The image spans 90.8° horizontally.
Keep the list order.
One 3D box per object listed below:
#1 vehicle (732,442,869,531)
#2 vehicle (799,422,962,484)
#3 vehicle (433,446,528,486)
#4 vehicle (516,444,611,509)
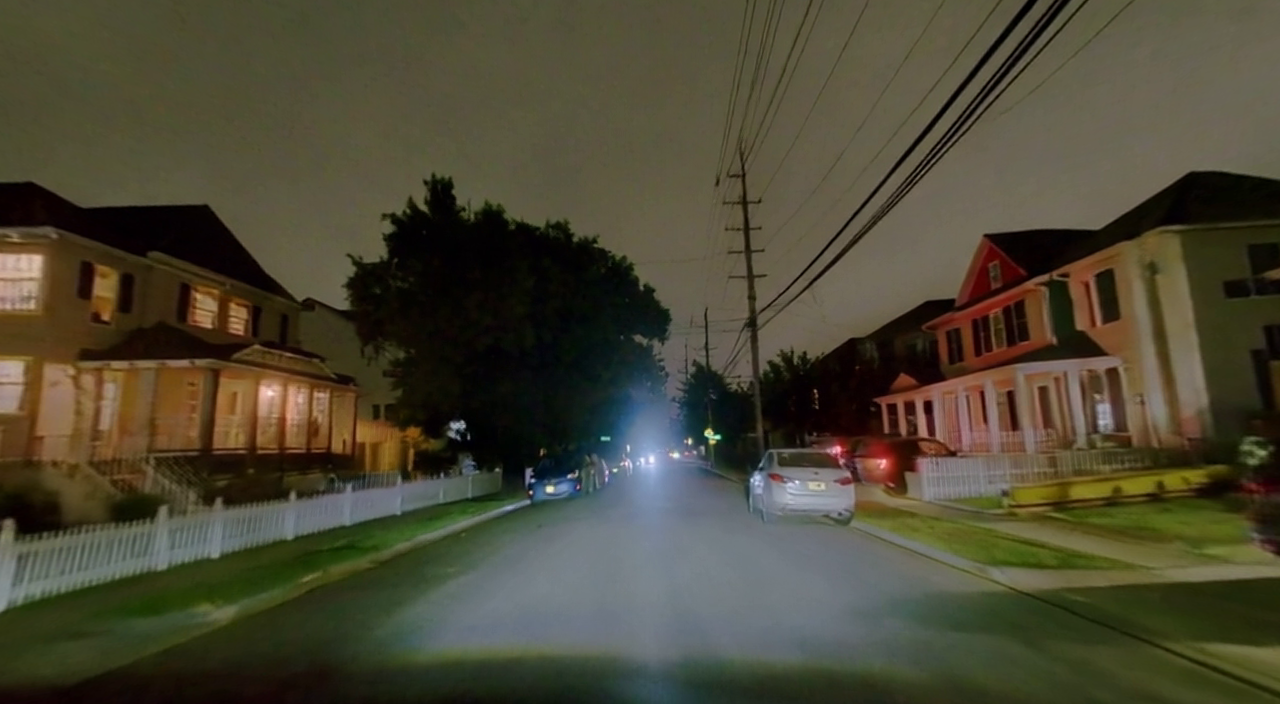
[{"bbox_3d":[3.410,2.905,14.440,2.043,1.631,4.613,0,-8,2],"label":"vehicle"},{"bbox_3d":[8.974,3.806,23.984,5.274,2.170,2.205,0,-8,0],"label":"vehicle"},{"bbox_3d":[-7.875,5.639,31.477,4.088,1.779,2.109,0,-7,5],"label":"vehicle"},{"bbox_3d":[-2.439,4.126,21.534,2.204,1.655,4.813,-8,-9,2],"label":"vehicle"}]
